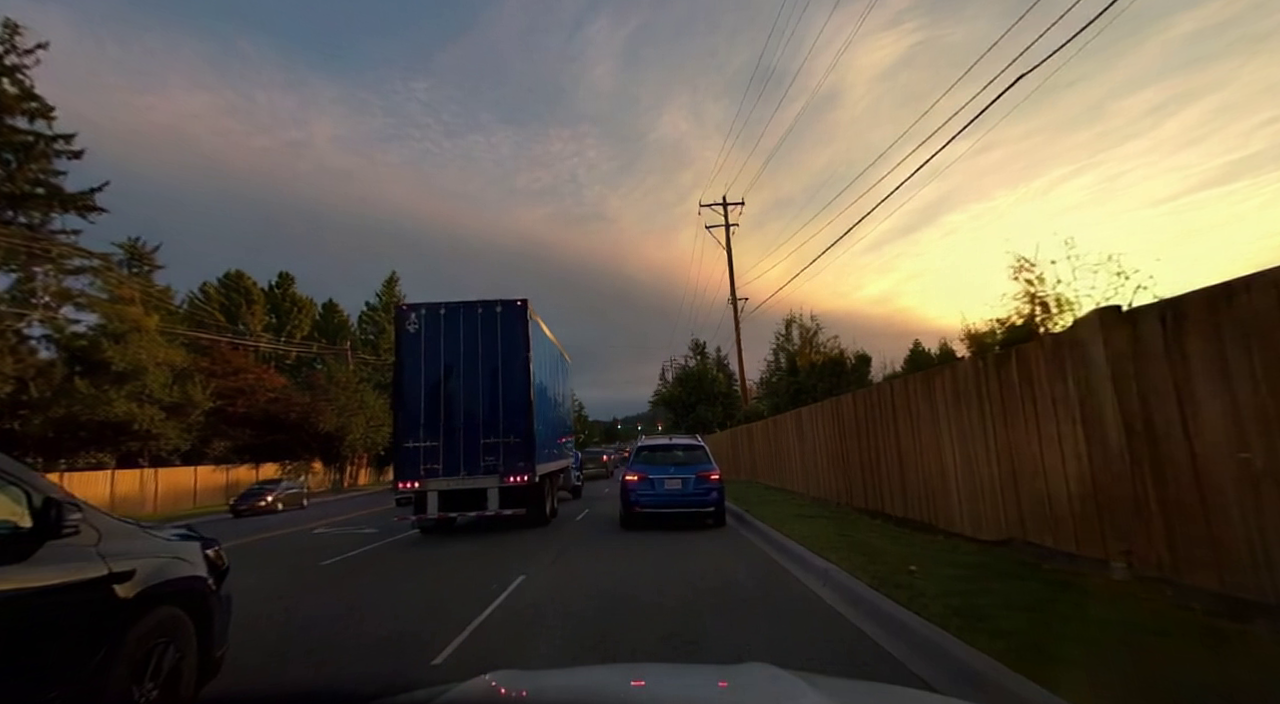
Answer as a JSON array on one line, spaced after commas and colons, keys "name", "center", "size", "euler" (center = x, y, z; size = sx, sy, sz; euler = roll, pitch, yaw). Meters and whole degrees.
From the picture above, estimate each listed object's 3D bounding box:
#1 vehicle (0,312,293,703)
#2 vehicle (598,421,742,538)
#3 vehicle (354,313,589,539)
[{"name": "vehicle", "center": [-3.084, 0.696, 1.303], "size": [2.093, 1.832, 4.508], "euler": [0, -9, 1]}, {"name": "vehicle", "center": [0.446, 2.239, 11.658], "size": [2.174, 1.749, 4.113], "euler": [0, -9, 0]}, {"name": "vehicle", "center": [-3.057, 1.836, 14.729], "size": [2.928, 3.658, 8.980], "euler": [0, -9, 0]}]
